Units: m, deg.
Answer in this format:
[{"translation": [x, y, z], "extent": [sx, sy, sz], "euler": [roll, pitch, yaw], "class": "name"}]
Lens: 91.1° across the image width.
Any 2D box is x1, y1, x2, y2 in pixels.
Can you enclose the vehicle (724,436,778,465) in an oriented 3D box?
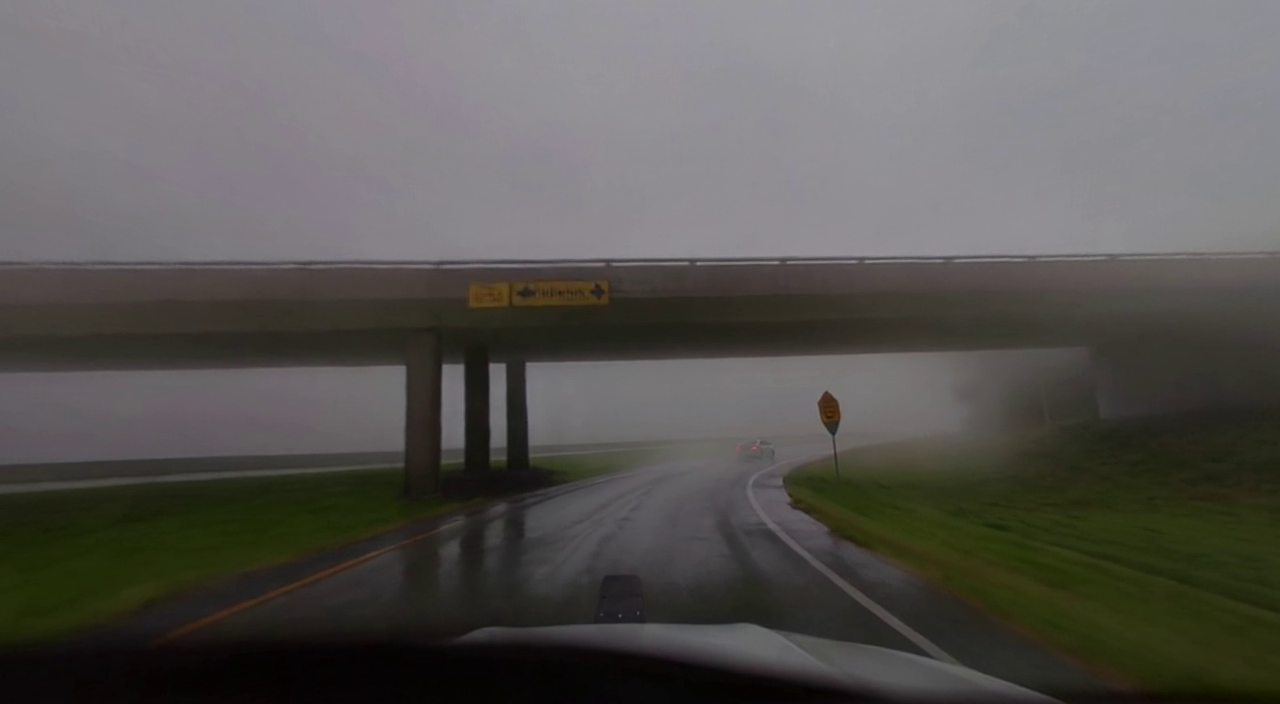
[{"translation": [6.065, 5.314, 34.022], "extent": [1.980, 1.449, 3.650], "euler": [-4, -10, 23], "class": "vehicle"}]
